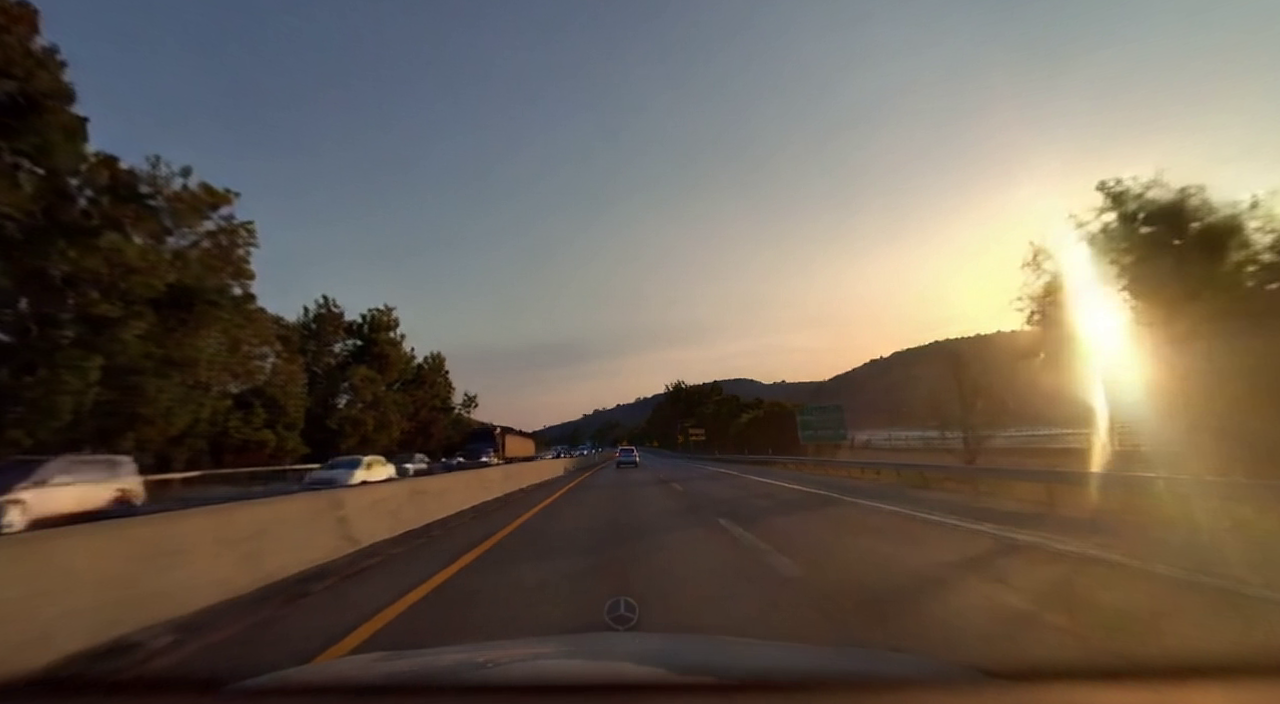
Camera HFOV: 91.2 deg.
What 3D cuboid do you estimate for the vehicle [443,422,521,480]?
[{"bbox_3d":[-9.683,6.187,39.350,2.789,3.216,7.867,0,-9,0],"label":"vehicle"}]

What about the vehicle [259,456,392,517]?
[{"bbox_3d":[-8.887,3.790,18.131,1.852,1.487,3.890,0,-9,-1],"label":"vehicle"}]

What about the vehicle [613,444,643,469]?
[{"bbox_3d":[-0.869,7.607,45.862,2.098,1.692,4.038,0,-9,-1],"label":"vehicle"}]

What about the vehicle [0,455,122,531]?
[{"bbox_3d":[-14.303,3.165,14.315,1.808,1.545,3.611,0,-9,-1],"label":"vehicle"}]
